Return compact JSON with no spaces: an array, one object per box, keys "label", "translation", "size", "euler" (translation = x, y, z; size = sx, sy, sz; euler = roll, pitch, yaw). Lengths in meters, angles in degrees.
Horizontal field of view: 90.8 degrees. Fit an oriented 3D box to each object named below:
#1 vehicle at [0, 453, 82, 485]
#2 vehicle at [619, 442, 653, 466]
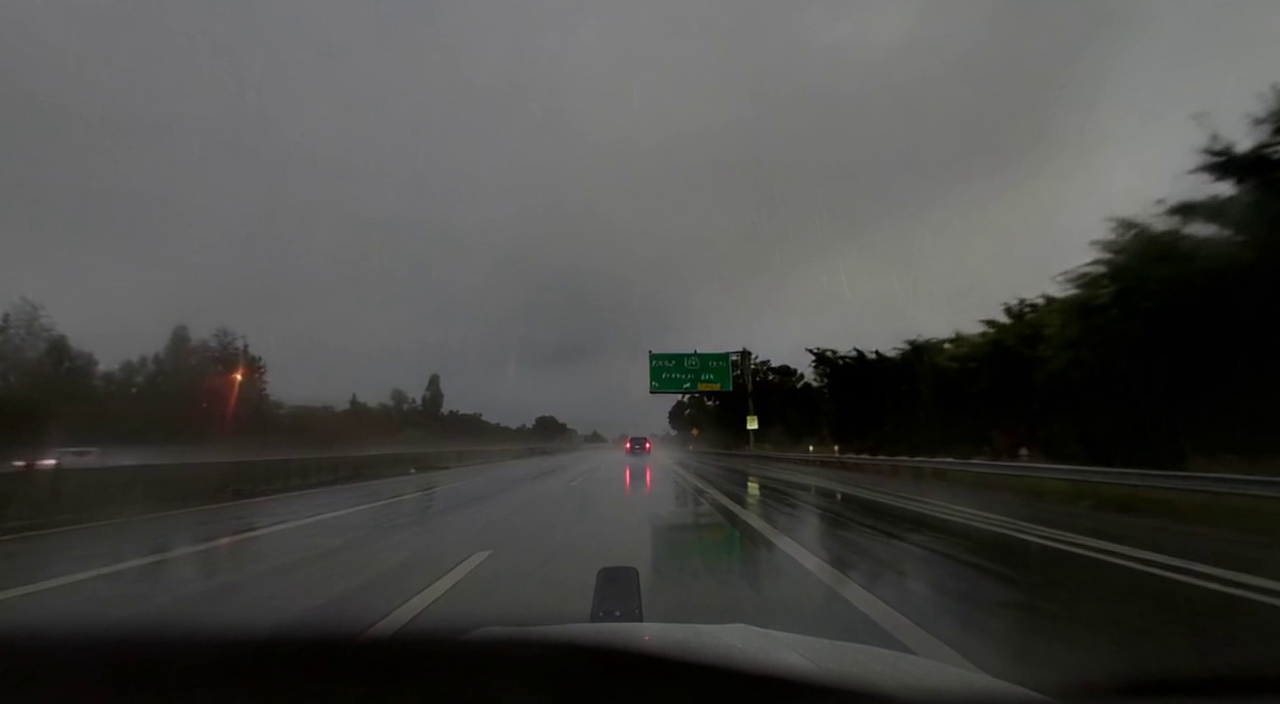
[{"label":"vehicle","translation":[-32.437,6.130,33.334],"size":[1.771,1.470,4.664],"euler":[0,-8,-1]},{"label":"vehicle","translation":[-0.265,6.615,41.031],"size":[2.080,1.468,3.884],"euler":[0,-8,-1]}]
